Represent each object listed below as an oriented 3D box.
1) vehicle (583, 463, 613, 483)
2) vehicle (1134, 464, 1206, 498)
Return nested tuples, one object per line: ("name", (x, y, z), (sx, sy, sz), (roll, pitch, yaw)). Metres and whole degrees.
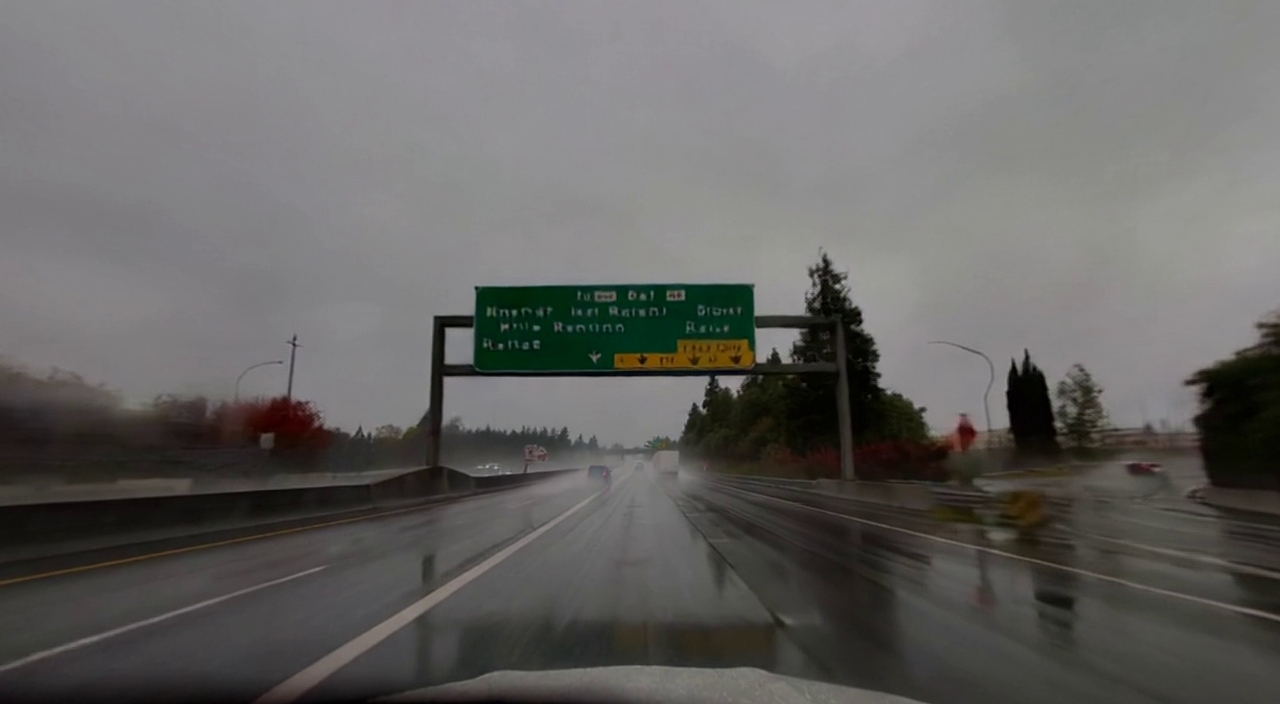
("vehicle", (-3.227, 9.482, 49.484), (2.045, 1.487, 4.582), (1, -10, 0))
("vehicle", (31.197, 7.539, 37.007), (5.018, 1.781, 2.164), (9, -13, -39))
